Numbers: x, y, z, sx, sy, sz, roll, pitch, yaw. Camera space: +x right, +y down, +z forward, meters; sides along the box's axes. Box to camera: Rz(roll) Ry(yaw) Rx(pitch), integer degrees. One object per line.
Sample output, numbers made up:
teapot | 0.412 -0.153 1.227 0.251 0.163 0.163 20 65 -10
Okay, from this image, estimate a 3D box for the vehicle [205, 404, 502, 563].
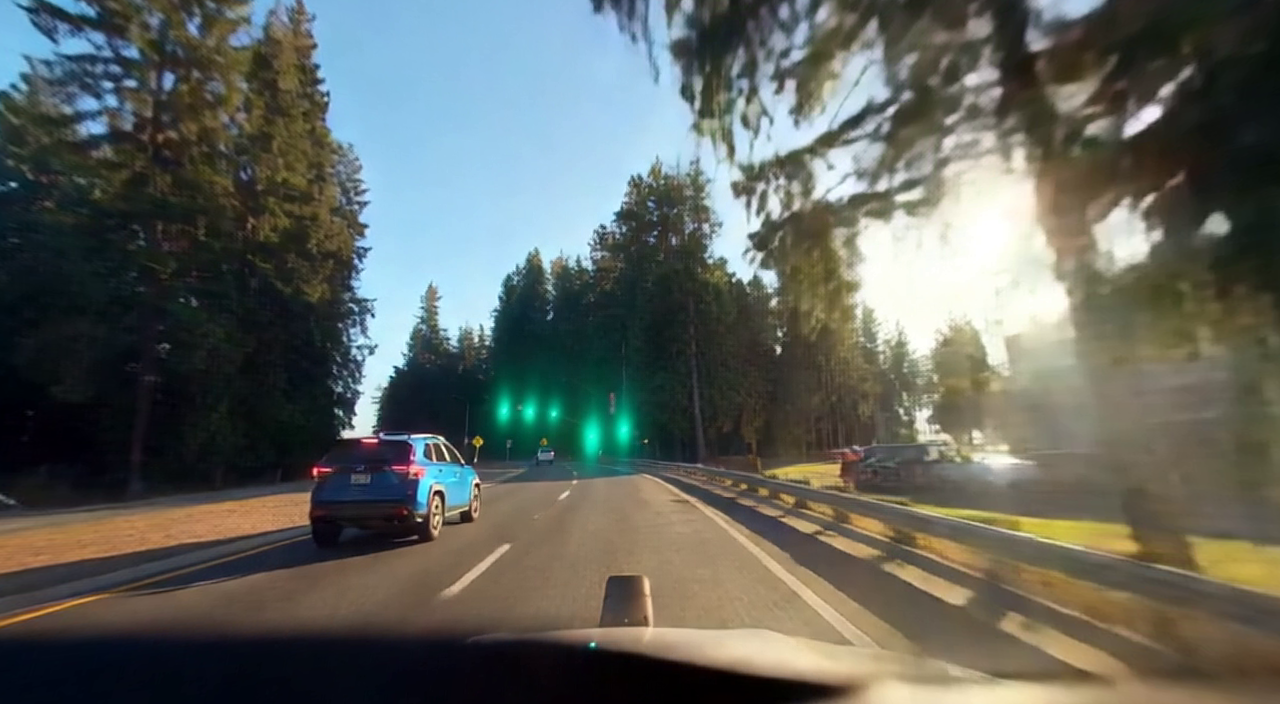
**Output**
vehicle | -3.919 1.915 9.966 2.336 1.857 4.986 0 -8 0
